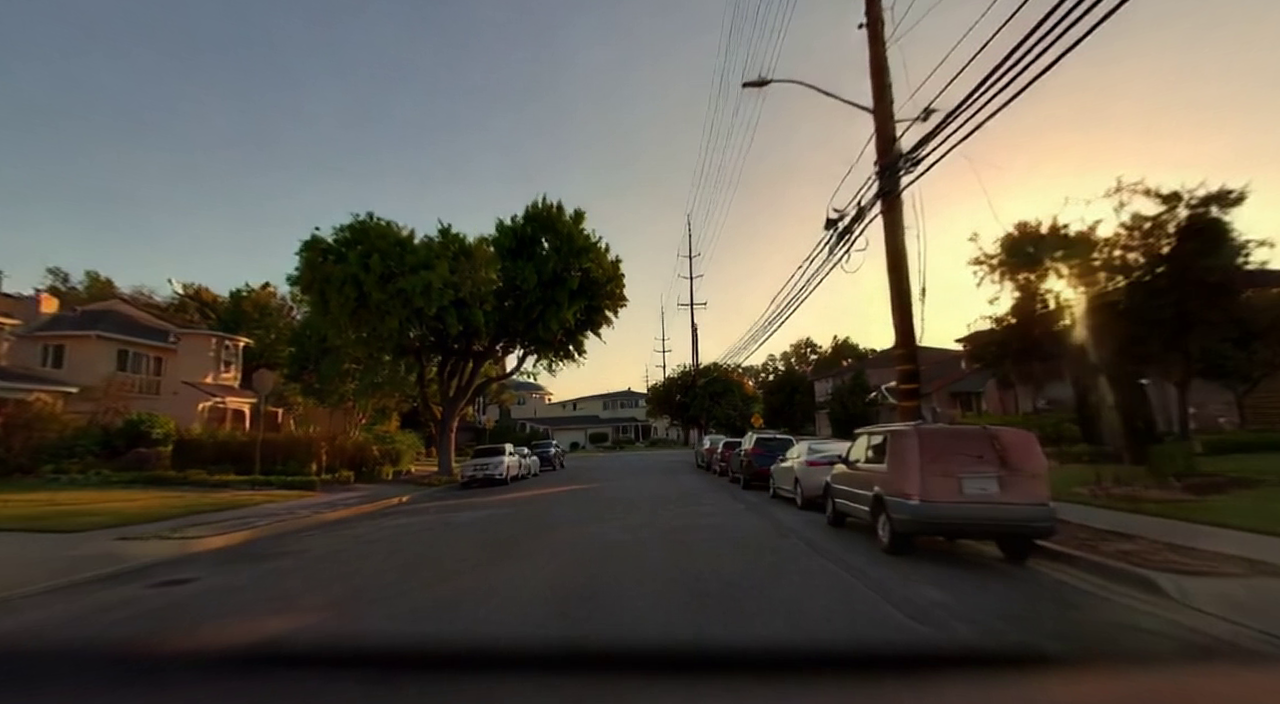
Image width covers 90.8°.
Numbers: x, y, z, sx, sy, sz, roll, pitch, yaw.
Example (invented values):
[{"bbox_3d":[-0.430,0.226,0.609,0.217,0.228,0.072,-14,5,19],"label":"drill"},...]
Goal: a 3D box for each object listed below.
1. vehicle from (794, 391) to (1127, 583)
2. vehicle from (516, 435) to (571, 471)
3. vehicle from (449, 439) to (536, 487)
[{"bbox_3d":[3.545,1.589,8.219,2.012,1.777,4.505,0,-8,1],"label":"vehicle"},{"bbox_3d":[-5.843,6.226,39.091,2.455,2.045,6.171,0,-8,0],"label":"vehicle"},{"bbox_3d":[-5.854,4.456,25.772,2.226,1.768,4.780,0,-8,2],"label":"vehicle"}]
